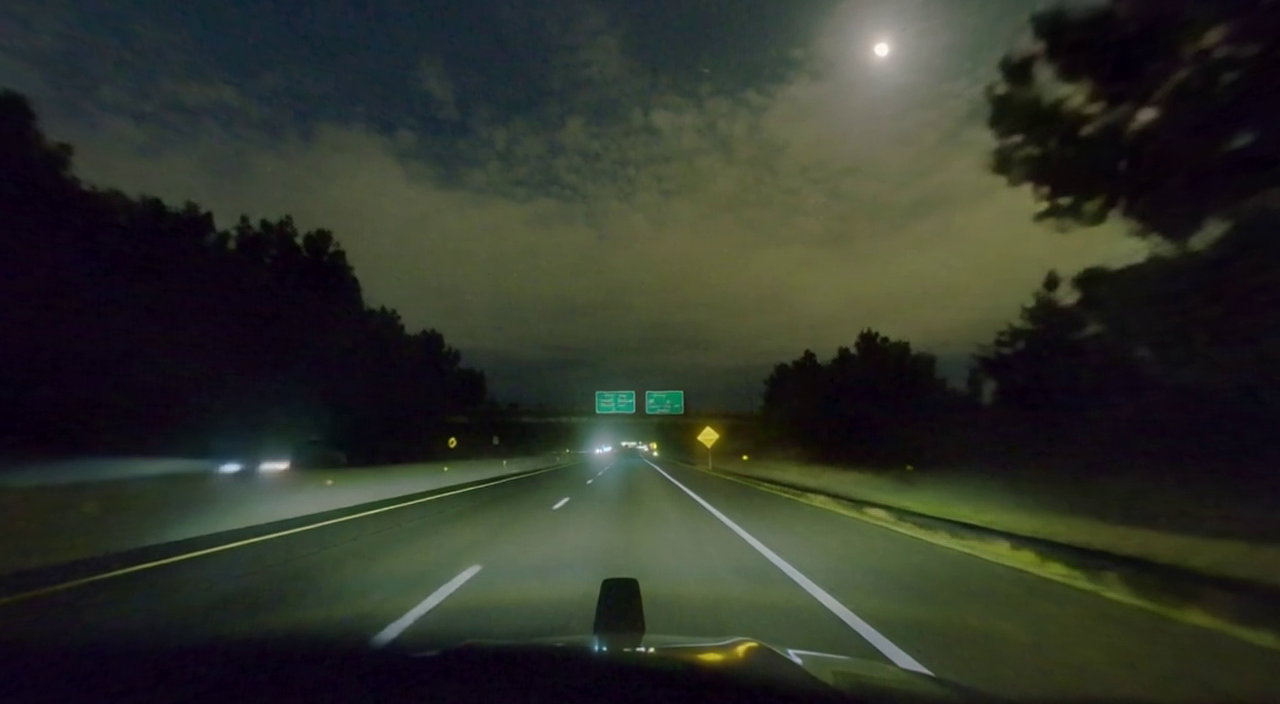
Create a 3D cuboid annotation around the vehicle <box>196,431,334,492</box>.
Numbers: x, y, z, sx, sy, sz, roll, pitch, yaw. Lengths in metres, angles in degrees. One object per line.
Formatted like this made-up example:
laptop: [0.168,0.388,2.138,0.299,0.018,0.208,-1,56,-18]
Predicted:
vehicle: [-12.169,3.581,20.859,1.869,1.751,4.427,0,-9,-1]
